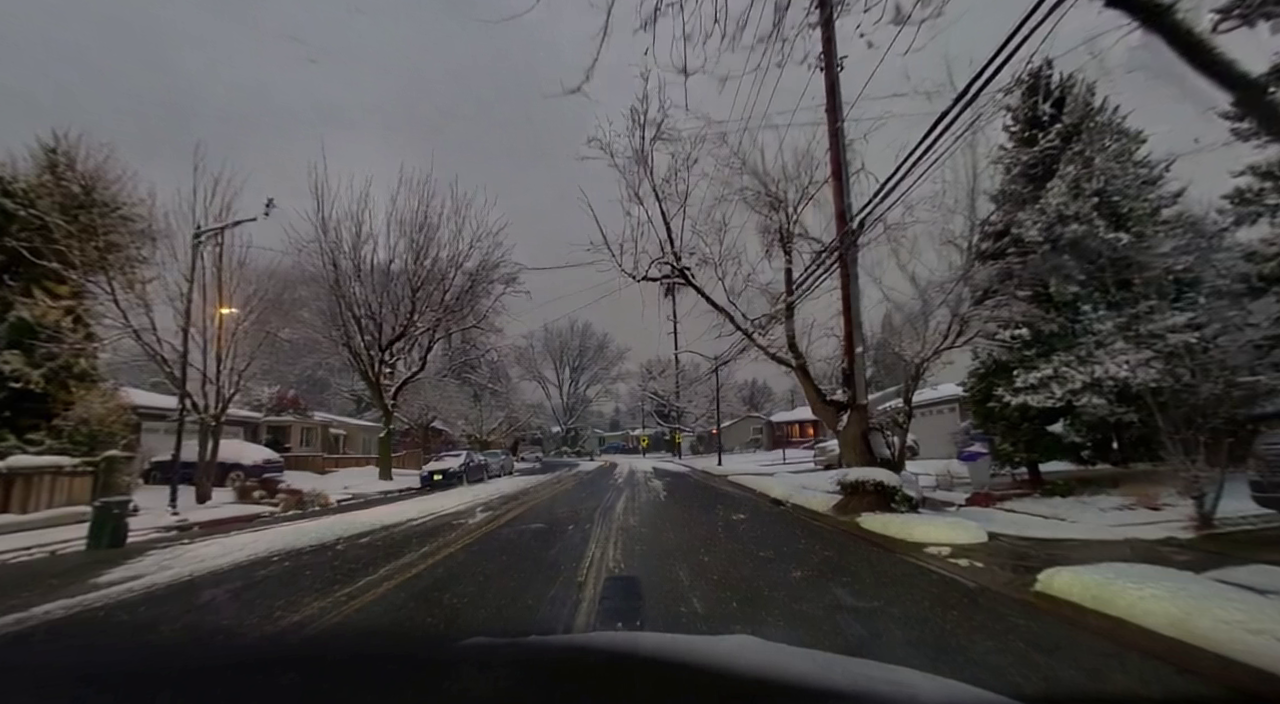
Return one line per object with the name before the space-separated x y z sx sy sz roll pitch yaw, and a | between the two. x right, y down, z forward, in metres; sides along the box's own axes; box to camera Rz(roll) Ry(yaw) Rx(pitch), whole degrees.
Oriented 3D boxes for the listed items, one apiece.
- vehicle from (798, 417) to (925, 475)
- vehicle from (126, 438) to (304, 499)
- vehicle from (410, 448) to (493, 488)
vehicle | 8.486 3.649 24.493 4.025 1.738 1.920 -6 -9 -1
vehicle | -14.383 3.956 21.616 4.538 1.687 1.955 4 -9 -1
vehicle | -7.741 4.806 26.467 2.034 1.493 4.524 0 -9 1
